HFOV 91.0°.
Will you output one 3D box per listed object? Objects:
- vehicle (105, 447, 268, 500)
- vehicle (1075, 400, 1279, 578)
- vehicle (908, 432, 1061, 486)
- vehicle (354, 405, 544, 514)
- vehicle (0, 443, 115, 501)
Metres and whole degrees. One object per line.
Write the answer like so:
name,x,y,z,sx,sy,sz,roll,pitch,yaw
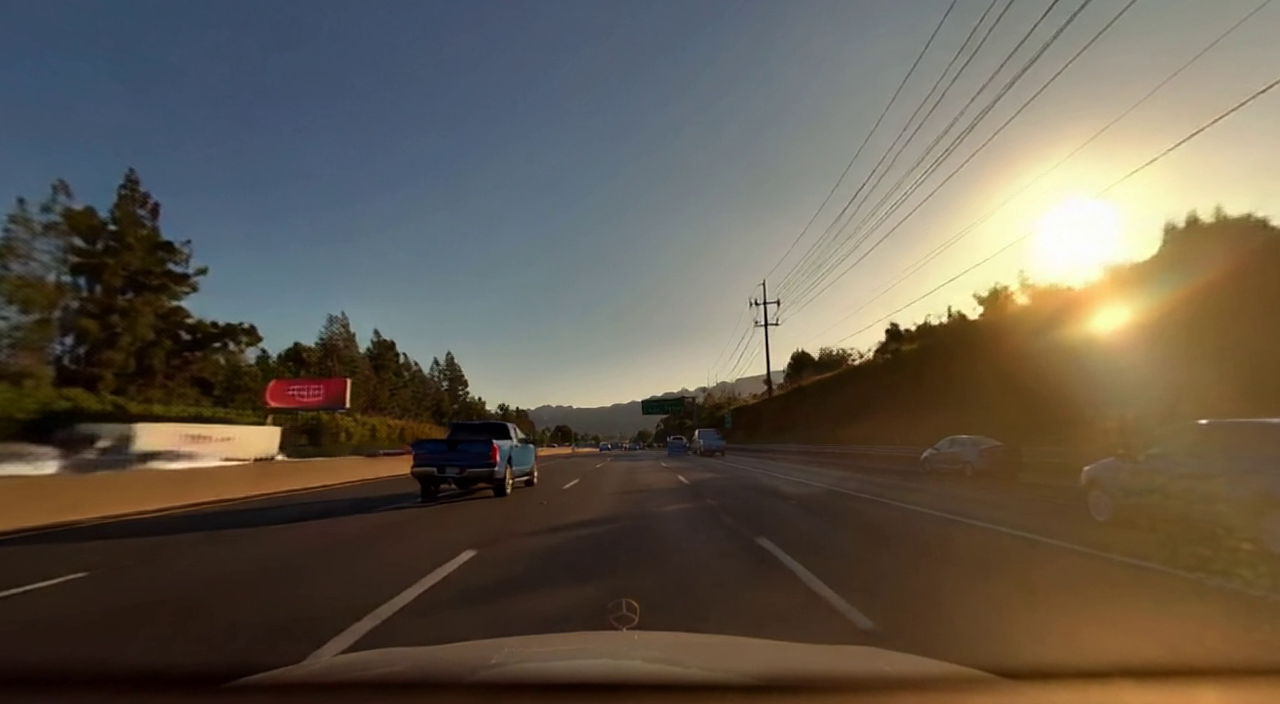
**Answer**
vehicle,-14.224,3.791,20.151,1.892,1.475,4.443,0,-8,1
vehicle,6.978,1.344,6.325,1.976,1.646,4.370,0,-8,-1
vehicle,10.534,3.316,19.761,2.076,1.470,4.644,0,-8,-1
vehicle,-4.050,2.460,14.920,2.508,2.023,6.176,0,-8,1
vehicle,-21.917,4.109,21.840,2.200,1.857,6.007,0,-8,0
